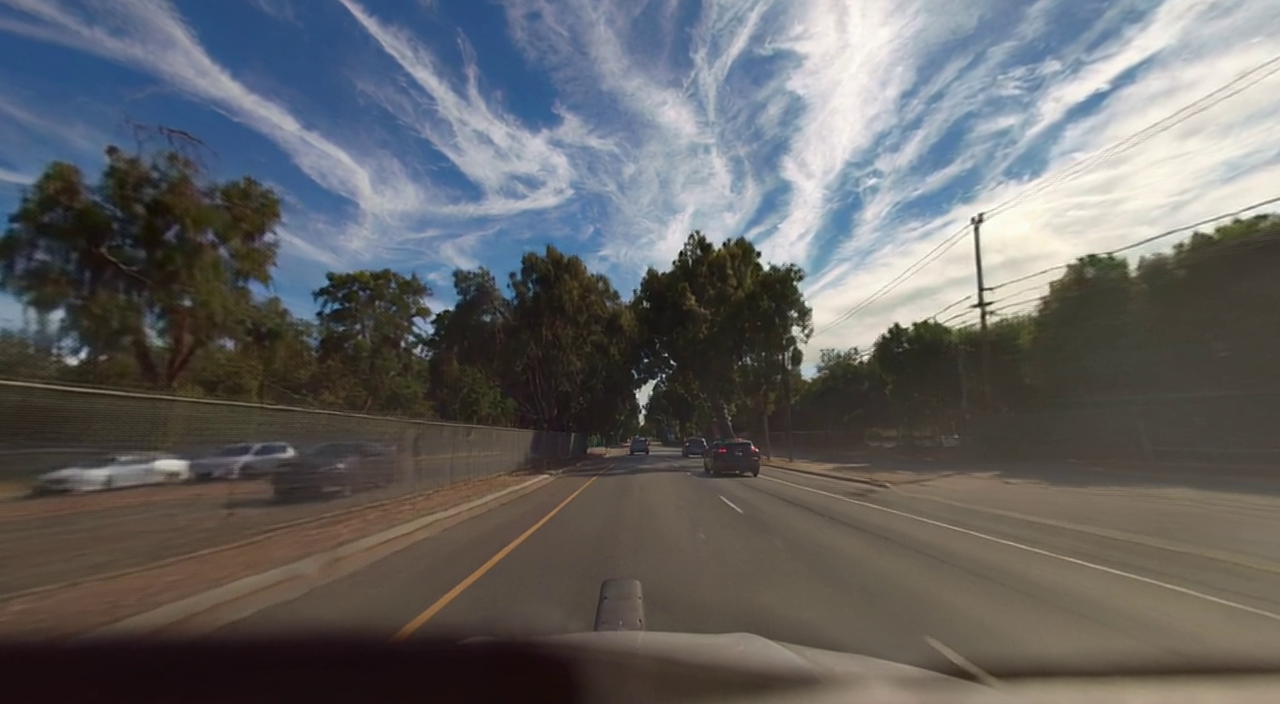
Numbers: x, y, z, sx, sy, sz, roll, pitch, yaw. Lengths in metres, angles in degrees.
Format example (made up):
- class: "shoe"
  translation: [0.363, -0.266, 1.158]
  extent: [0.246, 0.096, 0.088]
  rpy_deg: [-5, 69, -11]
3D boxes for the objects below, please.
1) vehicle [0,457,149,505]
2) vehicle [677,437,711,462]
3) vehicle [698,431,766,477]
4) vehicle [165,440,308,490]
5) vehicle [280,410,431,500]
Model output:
- class: "vehicle"
  translation: [-21.985, 4.960, 24.674]
  extent: [2.005, 1.567, 4.461]
  rpy_deg: [0, -8, 0]
- class: "vehicle"
  translation: [3.834, 7.014, 45.482]
  extent: [2.012, 1.653, 4.115]
  rpy_deg: [0, -8, -1]
- class: "vehicle"
  translation: [3.901, 4.408, 27.603]
  extent: [2.112, 1.825, 4.574]
  rpy_deg: [0, -8, -2]
- class: "vehicle"
  translation: [-17.776, 4.975, 28.368]
  extent: [2.434, 1.965, 6.029]
  rpy_deg: [0, -8, 0]
- class: "vehicle"
  translation: [-8.935, 3.250, 20.133]
  extent: [3.613, 2.628, 2.227]
  rpy_deg: [0, -9, 2]
